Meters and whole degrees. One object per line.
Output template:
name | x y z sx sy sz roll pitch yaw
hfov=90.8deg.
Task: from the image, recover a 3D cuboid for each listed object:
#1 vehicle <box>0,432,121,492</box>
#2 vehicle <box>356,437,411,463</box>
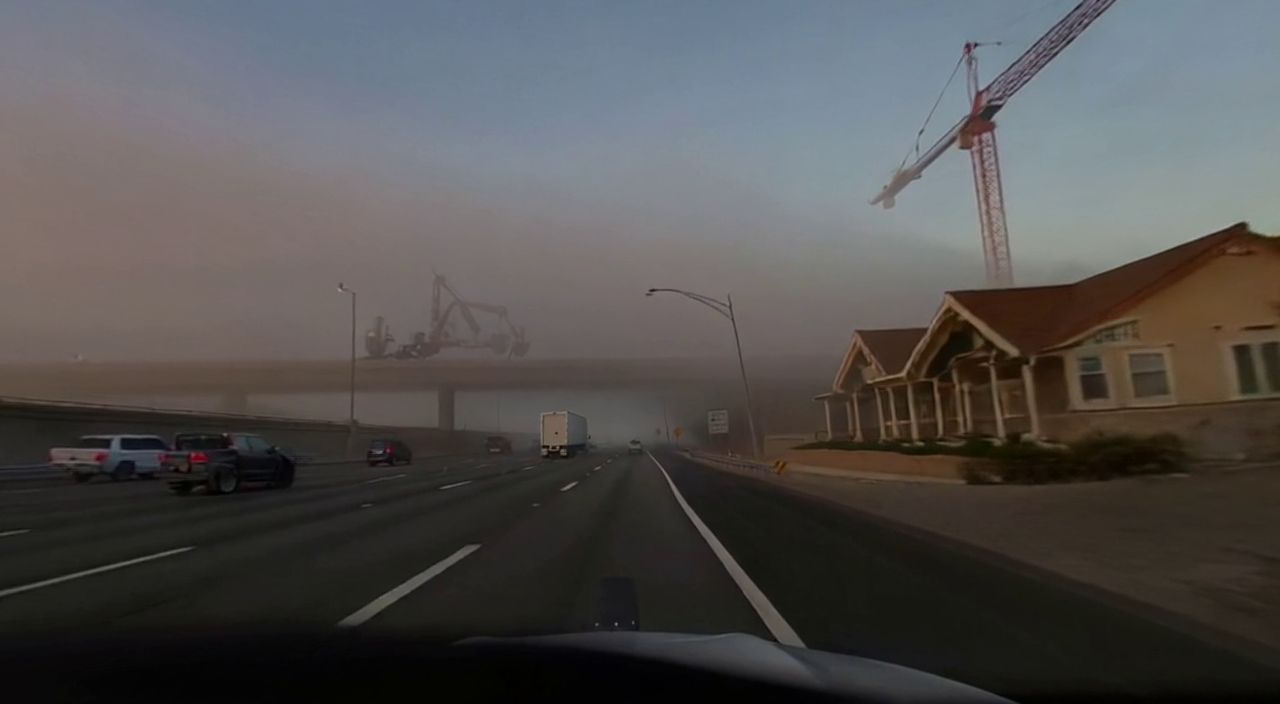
vehicle | -18.403 3.265 19.001 1.866 1.609 4.315 0 -9 0
vehicle | -18.305 7.015 45.342 1.932 1.752 4.541 0 -9 1
